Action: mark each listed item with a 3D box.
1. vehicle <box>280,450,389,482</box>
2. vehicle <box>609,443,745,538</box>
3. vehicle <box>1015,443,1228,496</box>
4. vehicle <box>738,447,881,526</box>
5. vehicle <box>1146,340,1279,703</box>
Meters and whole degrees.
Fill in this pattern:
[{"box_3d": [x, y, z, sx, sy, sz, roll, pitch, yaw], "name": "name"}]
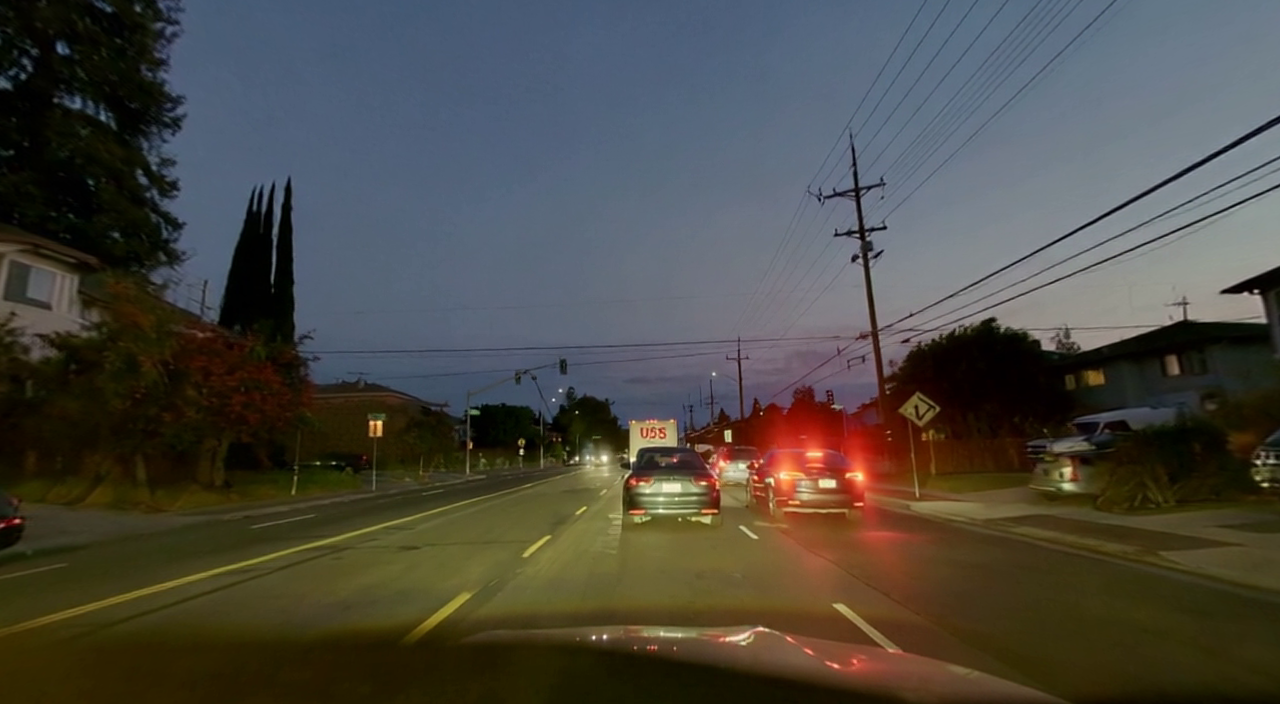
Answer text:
[{"box_3d": [-17.570, 6.557, 36.302, 5.274, 1.793, 1.921, 0, -9, 2], "name": "vehicle"}, {"box_3d": [0.583, 2.537, 12.248, 2.158, 1.499, 4.377, 0, -8, 0], "name": "vehicle"}, {"box_3d": [14.296, 3.493, 18.871, 4.738, 1.498, 1.875, 0, -8, 2], "name": "vehicle"}, {"box_3d": [3.596, 2.903, 14.266, 1.993, 1.479, 4.487, 0, -8, 0], "name": "vehicle"}, {"box_3d": [3.321, 0.537, 0.359, 2.069, 1.722, 4.888, 0, -9, 2], "name": "vehicle"}]
